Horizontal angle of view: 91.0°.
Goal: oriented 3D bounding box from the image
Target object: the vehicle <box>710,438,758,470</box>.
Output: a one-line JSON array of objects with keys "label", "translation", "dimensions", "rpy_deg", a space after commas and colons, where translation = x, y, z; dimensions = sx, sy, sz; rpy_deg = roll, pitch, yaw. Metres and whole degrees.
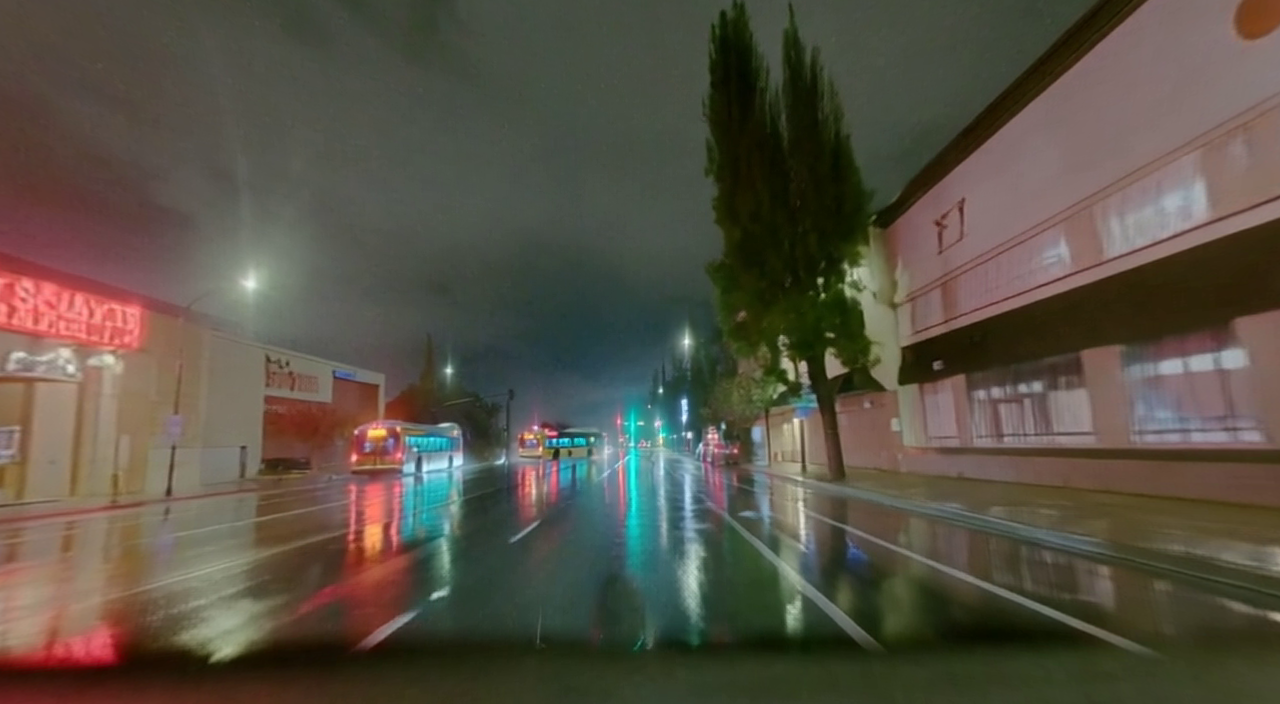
[{"label": "vehicle", "translation": [5.191, 5.720, 35.412], "dimensions": [2.014, 1.681, 4.332], "rpy_deg": [0, -9, -1]}]

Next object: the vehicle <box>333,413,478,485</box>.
[{"label": "vehicle", "translation": [-12.627, 5.519, 35.835], "dimensions": [3.356, 3.365, 12.460], "rpy_deg": [0, -9, 1]}]

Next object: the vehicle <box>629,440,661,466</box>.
[{"label": "vehicle", "translation": [0.298, 6.915, 43.298], "dimensions": [2.089, 1.699, 4.650], "rpy_deg": [0, -9, -1]}]
